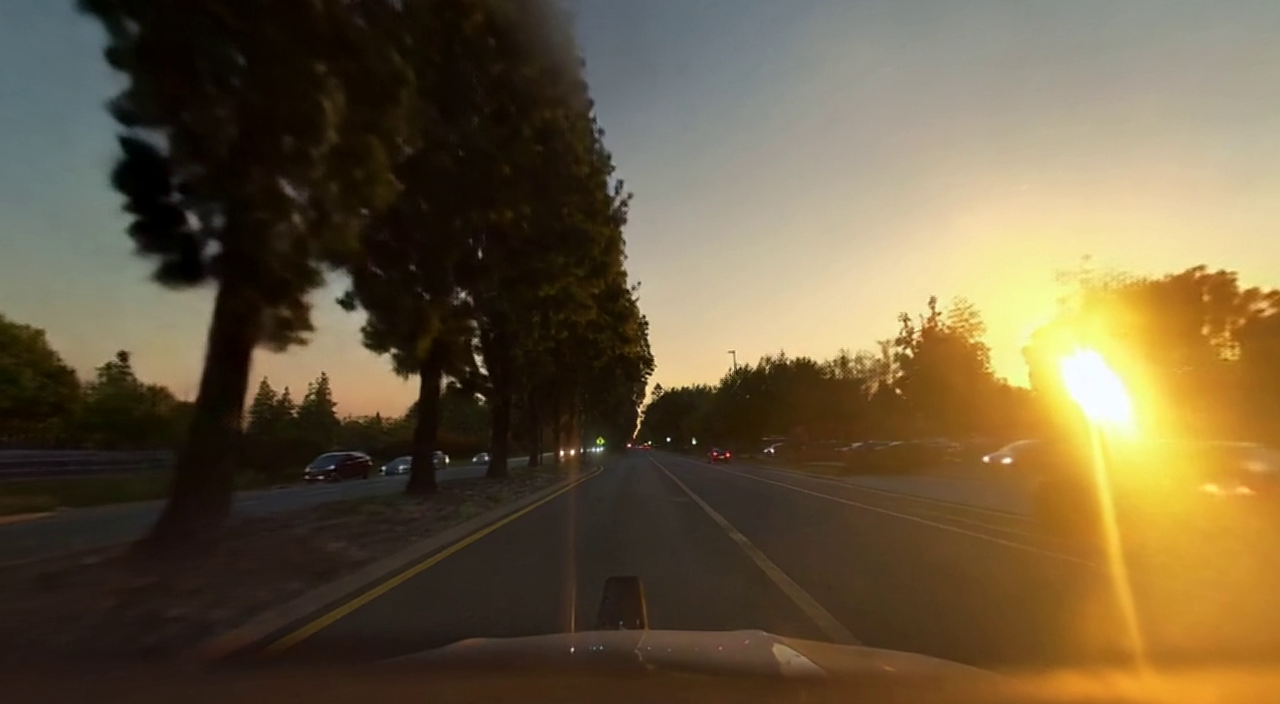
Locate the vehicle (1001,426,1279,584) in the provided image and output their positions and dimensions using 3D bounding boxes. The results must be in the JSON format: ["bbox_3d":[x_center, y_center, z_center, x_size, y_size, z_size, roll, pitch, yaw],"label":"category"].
[{"bbox_3d":[7.245,1.872,8.634,1.838,1.554,4.607,0,-9,-1],"label":"vehicle"}]

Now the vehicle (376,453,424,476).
[{"bbox_3d":[-17.928,8.400,47.405,1.851,1.563,4.336,0,-9,0],"label":"vehicle"}]

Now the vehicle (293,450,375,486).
[{"bbox_3d":[-17.761,6.708,37.043,1.999,1.875,5.842,0,-8,-1],"label":"vehicle"}]
